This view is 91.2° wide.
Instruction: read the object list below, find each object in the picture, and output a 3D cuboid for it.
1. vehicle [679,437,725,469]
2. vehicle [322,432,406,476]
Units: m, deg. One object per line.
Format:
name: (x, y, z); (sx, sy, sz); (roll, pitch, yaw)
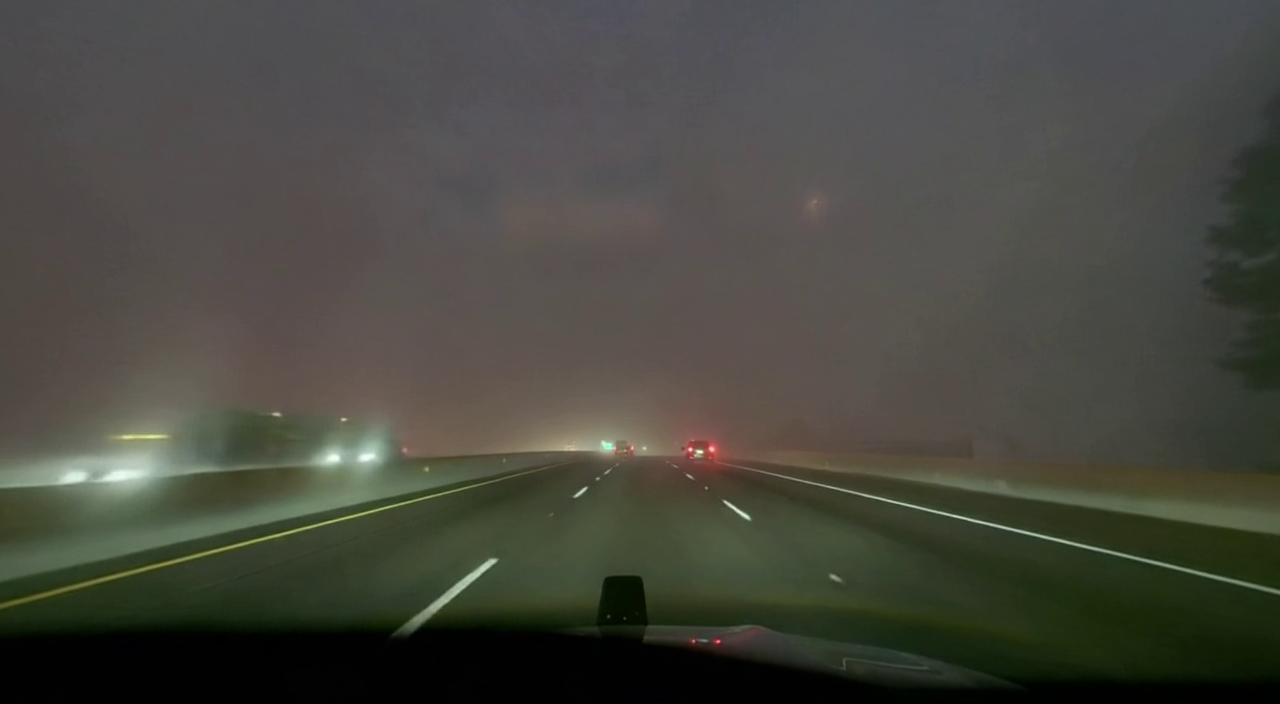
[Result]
vehicle: (3.459, 5.697, 35.687); (2.202, 1.682, 4.188); (0, -8, 0)
vehicle: (-16.904, 6.291, 38.863); (2.402, 2.484, 5.996); (0, -8, 1)
